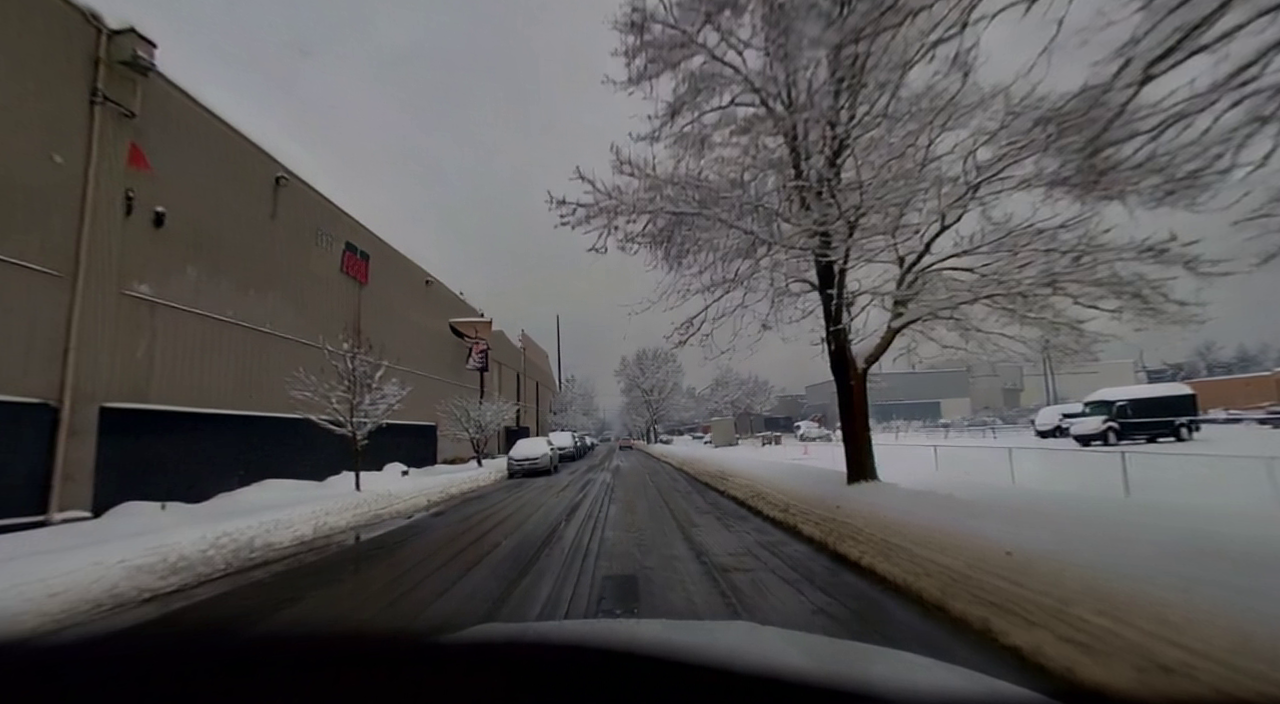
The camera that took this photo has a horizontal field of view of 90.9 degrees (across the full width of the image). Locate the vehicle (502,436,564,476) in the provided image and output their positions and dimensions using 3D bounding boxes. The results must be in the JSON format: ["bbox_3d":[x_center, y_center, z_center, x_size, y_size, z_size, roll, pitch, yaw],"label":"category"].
[{"bbox_3d":[-4.788,4.740,28.785,2.040,1.501,4.440,-4,-9,-1],"label":"vehicle"}]

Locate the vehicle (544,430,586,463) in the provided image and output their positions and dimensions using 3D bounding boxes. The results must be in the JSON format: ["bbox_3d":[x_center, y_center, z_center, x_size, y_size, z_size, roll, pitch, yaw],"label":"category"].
[{"bbox_3d":[-4.810,6.163,40.813,2.161,1.843,5.181,-4,-9,-2],"label":"vehicle"}]
